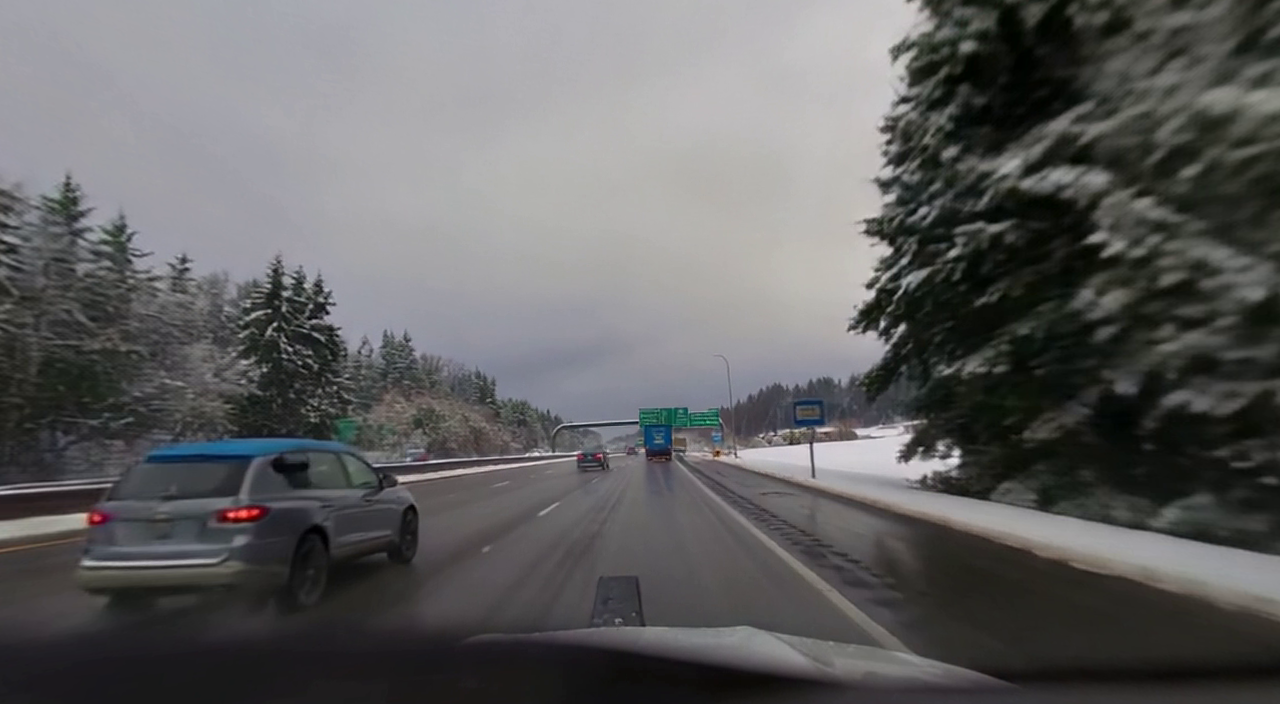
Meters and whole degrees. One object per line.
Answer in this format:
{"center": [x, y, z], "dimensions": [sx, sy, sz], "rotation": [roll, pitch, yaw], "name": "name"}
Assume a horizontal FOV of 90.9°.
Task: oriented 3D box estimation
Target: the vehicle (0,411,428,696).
{"center": [-3.836, 1.466, 5.816], "dimensions": [2.039, 1.532, 4.610], "rotation": [0, -9, 2], "name": "vehicle"}

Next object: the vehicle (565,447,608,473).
{"center": [-3.133, 6.390, 37.409], "dimensions": [2.045, 1.430, 3.951], "rotation": [-1, -9, 2], "name": "vehicle"}
